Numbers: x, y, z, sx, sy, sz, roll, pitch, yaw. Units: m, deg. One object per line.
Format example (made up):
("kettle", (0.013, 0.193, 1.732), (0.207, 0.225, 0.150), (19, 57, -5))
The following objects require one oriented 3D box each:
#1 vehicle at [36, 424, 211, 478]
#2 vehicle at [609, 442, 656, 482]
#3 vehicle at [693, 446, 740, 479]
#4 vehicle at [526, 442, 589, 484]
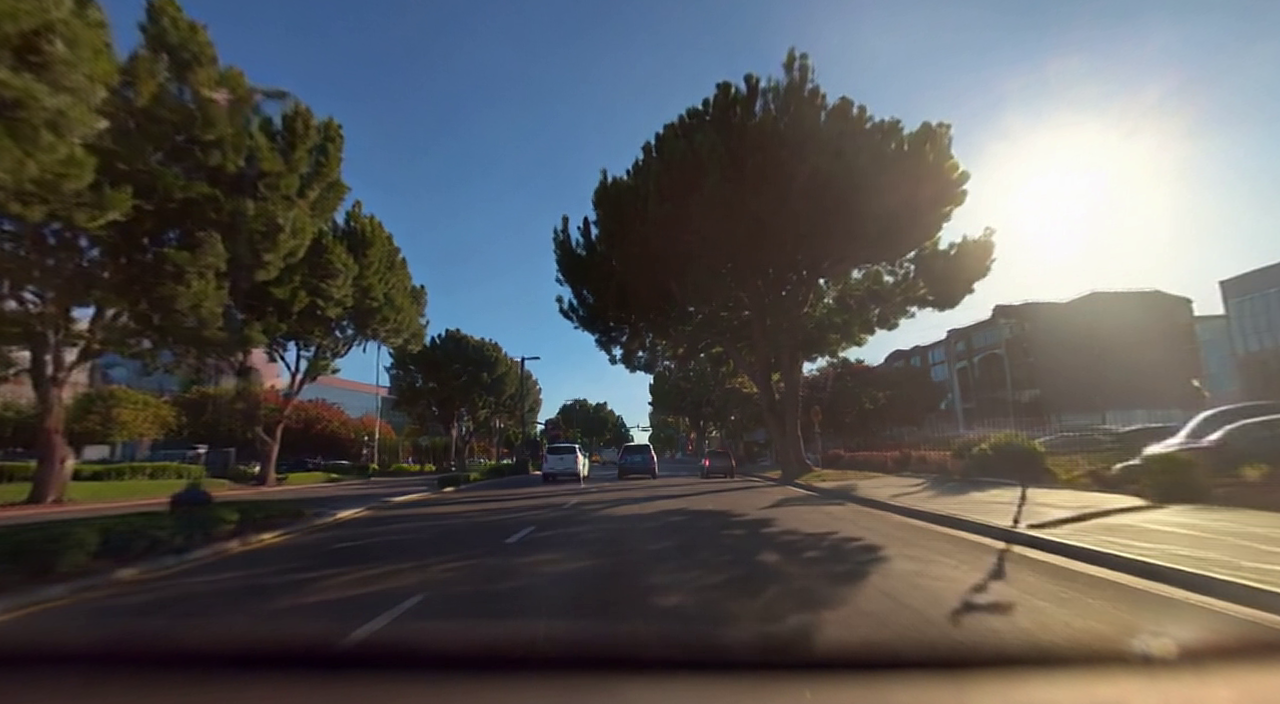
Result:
("vehicle", (-32.152, 6.310, 40.038), (2.768, 3.022, 9.215), (-1, -10, 5))
("vehicle", (-0.297, 5.015, 29.082), (2.022, 1.700, 4.084), (0, -8, 1))
("vehicle", (3.810, 5.558, 31.980), (1.847, 1.554, 4.052), (0, -8, -1))
("vehicle", (-3.541, 4.825, 27.775), (2.047, 1.710, 4.314), (0, -8, 2))
